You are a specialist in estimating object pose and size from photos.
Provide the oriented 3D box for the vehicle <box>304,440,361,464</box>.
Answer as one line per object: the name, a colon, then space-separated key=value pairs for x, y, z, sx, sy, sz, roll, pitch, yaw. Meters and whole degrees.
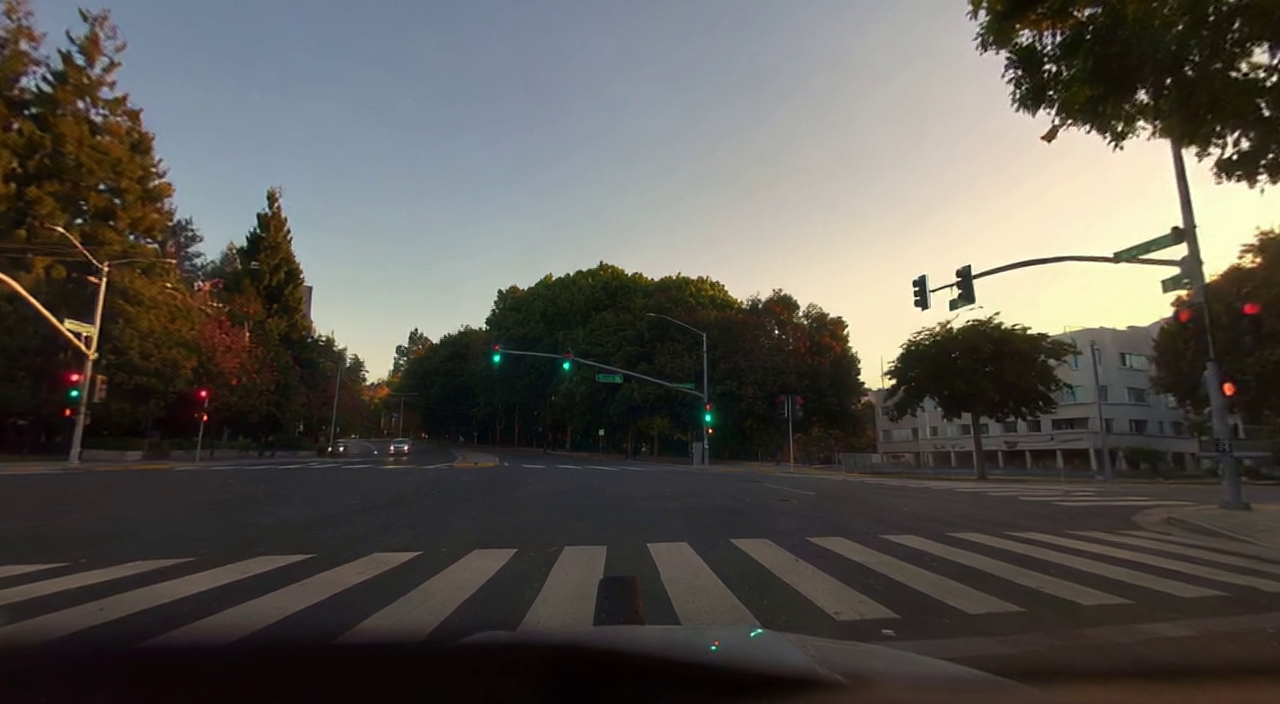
vehicle: x=-19.726 y=6.451 z=40.723 sx=1.918 sy=1.432 sz=4.433 roll=1 pitch=-9 yaw=-8
